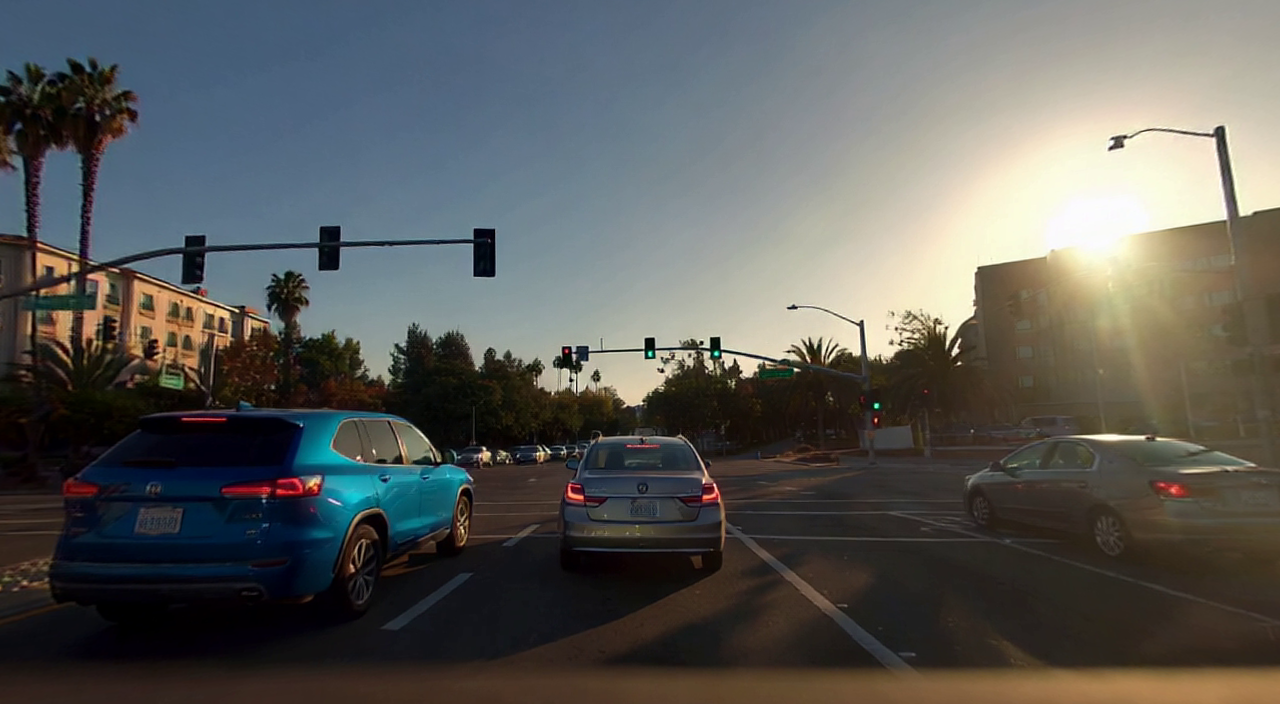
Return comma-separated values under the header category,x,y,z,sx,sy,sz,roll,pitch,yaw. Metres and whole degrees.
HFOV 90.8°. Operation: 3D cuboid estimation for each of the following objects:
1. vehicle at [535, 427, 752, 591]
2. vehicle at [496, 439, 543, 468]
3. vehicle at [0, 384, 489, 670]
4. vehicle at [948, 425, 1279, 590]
category,x,y,z,sx,sy,sz,roll,pitch,yaw
vehicle,-0.002,1.707,7.719,1.942,1.445,3.973,0,-8,-1
vehicle,-7.943,6.706,42.036,2.130,1.810,4.450,-2,-8,1
vehicle,-3.104,1.369,6.071,2.051,1.682,4.467,0,-8,2
vehicle,6.088,1.760,8.100,1.970,1.489,4.482,0,-8,-1
